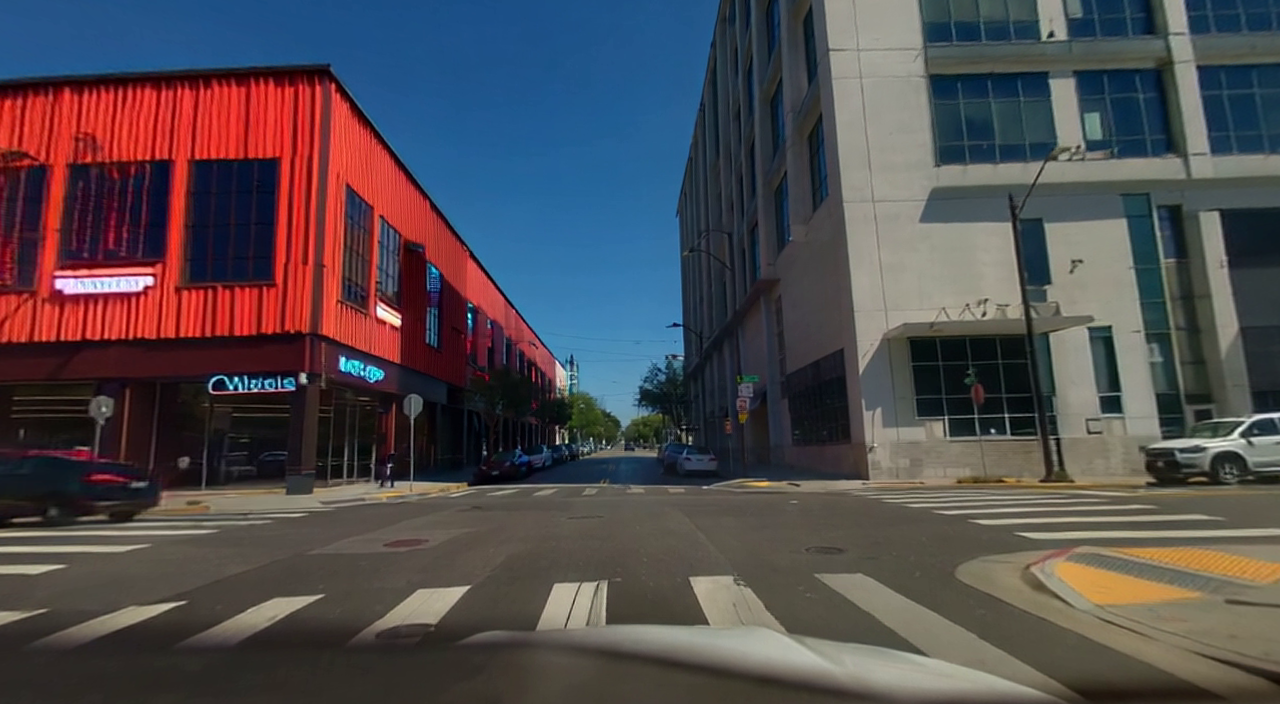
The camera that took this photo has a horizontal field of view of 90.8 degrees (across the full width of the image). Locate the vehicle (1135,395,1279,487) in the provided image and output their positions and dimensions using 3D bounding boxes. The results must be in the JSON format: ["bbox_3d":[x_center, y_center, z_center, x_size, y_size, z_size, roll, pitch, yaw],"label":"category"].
[{"bbox_3d":[18.663,2.670,19.027,5.384,2.586,2.358,0,-9,0],"label":"vehicle"}]

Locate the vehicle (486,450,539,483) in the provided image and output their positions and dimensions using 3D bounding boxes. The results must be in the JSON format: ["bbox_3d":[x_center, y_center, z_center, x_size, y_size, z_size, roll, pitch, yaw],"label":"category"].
[{"bbox_3d":[-6.024,5.432,30.248,1.864,1.447,3.887,0,-9,-2],"label":"vehicle"}]

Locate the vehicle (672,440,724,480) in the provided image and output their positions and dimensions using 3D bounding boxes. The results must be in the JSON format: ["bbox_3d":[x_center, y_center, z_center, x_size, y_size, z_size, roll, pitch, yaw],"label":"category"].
[{"bbox_3d":[2.580,4.932,29.125,1.917,1.680,4.500,0,-9,0],"label":"vehicle"}]

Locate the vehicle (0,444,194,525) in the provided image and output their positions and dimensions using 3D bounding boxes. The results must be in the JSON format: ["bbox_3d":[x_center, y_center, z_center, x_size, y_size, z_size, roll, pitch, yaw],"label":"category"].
[{"bbox_3d":[-12.347,2.624,12.820,4.877,1.482,2.041,1,-9,-6],"label":"vehicle"}]

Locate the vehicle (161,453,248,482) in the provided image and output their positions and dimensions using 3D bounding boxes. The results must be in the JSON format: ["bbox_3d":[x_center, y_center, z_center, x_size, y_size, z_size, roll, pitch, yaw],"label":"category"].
[{"bbox_3d":[-24.384,6.460,35.469,3.618,1.412,1.587,-1,-9,-7],"label":"vehicle"}]
